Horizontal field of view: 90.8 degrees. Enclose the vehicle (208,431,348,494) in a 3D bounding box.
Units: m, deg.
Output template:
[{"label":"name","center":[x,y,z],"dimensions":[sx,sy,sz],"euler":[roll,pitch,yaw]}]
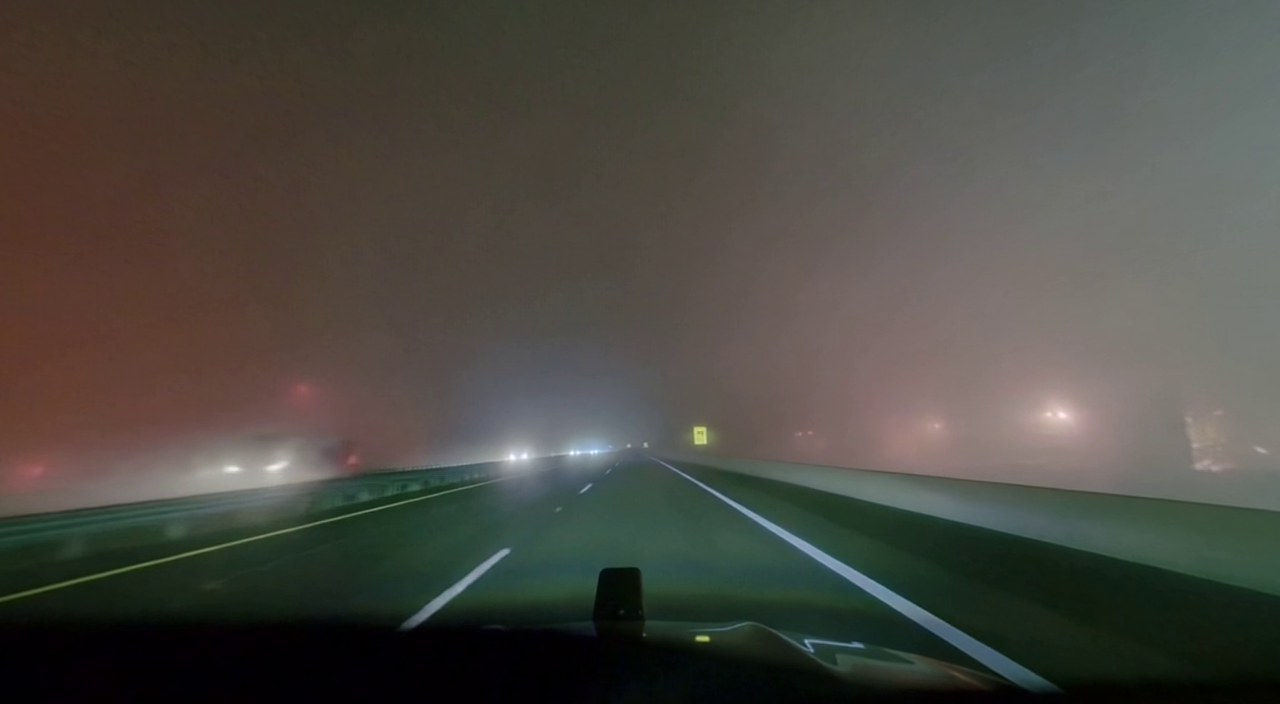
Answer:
[{"label":"vehicle","center":[-16.162,4.971,28.811],"dimensions":[2.394,2.507,6.679],"euler":[0,-9,0]}]
